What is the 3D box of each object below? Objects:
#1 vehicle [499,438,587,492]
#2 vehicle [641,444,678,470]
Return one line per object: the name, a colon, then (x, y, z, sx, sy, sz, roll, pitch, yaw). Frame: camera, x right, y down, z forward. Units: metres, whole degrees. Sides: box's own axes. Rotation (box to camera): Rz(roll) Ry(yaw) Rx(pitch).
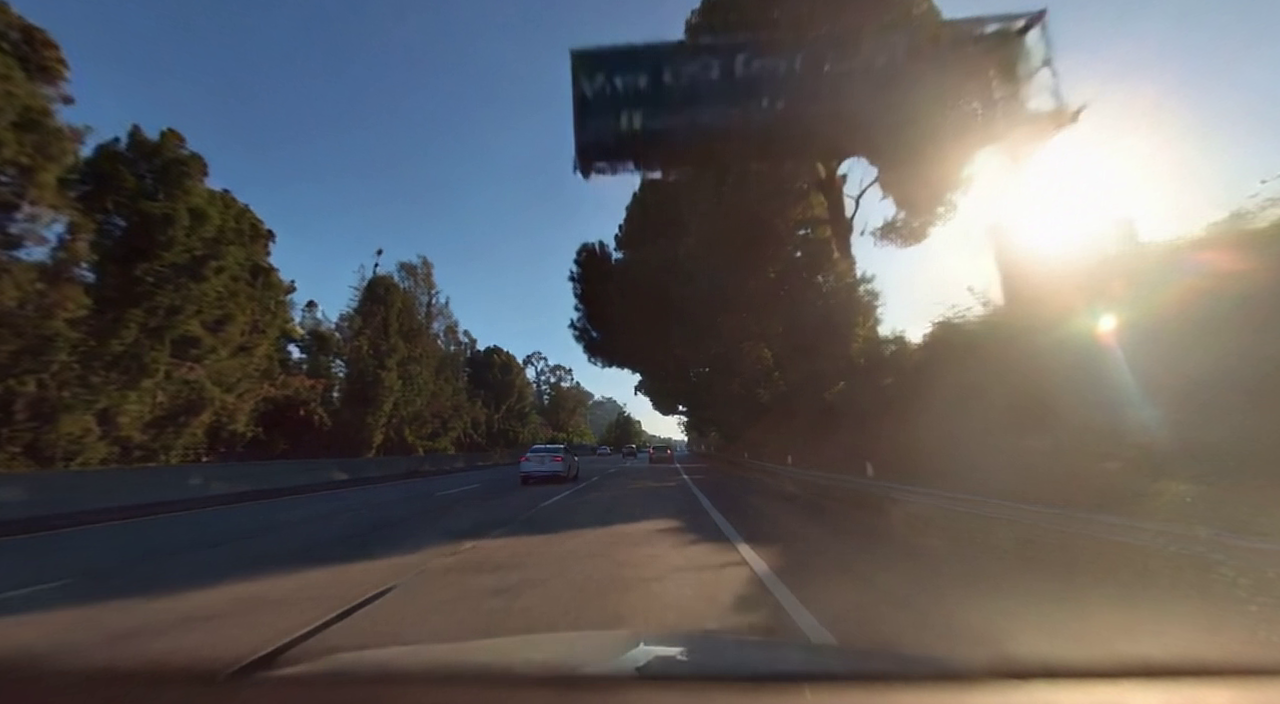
vehicle: (-3.024, 3.635, 20.664, 2.024, 1.531, 4.431, 0, -8, 2)
vehicle: (1.209, 6.232, 37.691, 2.113, 1.464, 4.073, -1, -9, 3)
